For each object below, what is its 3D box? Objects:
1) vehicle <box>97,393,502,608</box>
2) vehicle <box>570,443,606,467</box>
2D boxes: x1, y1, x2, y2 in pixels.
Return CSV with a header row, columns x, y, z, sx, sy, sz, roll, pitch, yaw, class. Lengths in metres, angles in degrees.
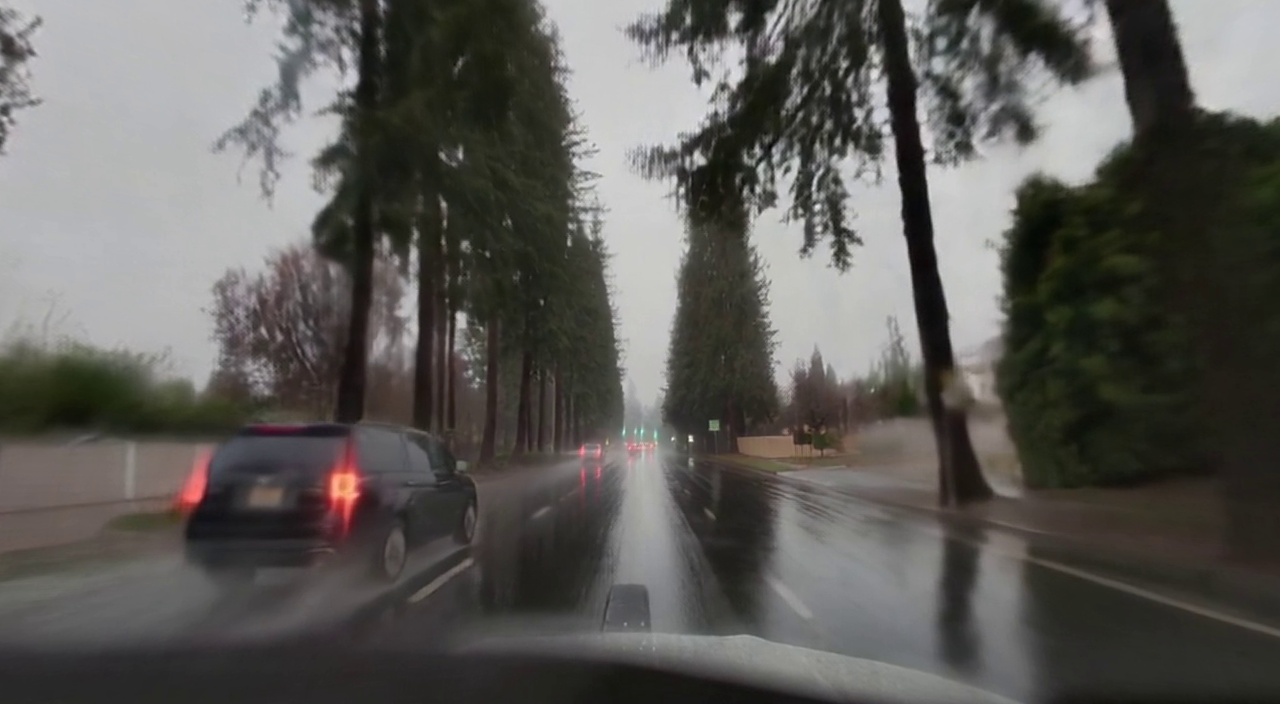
x,y,z,sx,sy,sz,roll,pitch,yaw,class
-3.201,1.521,7.374,2.058,1.671,4.704,0,-9,1,vehicle
-3.397,6.801,41.823,2.021,1.466,4.330,0,-9,1,vehicle
